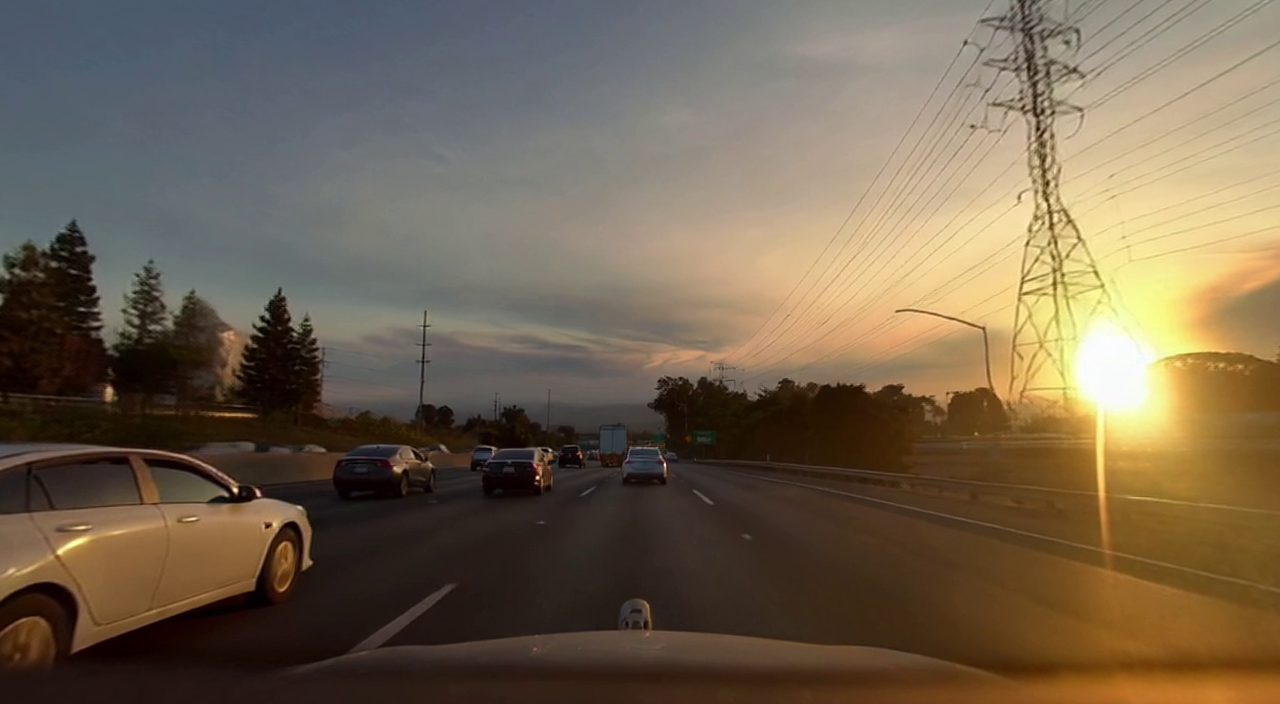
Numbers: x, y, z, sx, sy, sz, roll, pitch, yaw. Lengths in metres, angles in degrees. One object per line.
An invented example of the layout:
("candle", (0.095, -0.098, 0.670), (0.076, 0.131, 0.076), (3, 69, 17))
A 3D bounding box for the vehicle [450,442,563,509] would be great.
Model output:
("vehicle", (-3.212, 3.048, 16.035), (1.912, 1.464, 4.115), (0, -9, 1))

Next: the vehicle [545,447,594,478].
("vehicle", (-3.455, 5.474, 31.528), (2.013, 1.437, 3.801), (0, -9, 0))

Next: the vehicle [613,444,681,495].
("vehicle", (0.189, 3.818, 20.848), (2.018, 1.470, 4.491), (0, -9, 0))

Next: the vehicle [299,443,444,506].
("vehicle", (-7.043, 3.234, 17.153), (1.867, 1.445, 4.499), (0, -9, 2))

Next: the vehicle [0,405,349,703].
("vehicle", (-3.635, 1.116, 3.520), (1.883, 1.500, 4.373), (0, -9, 1))
